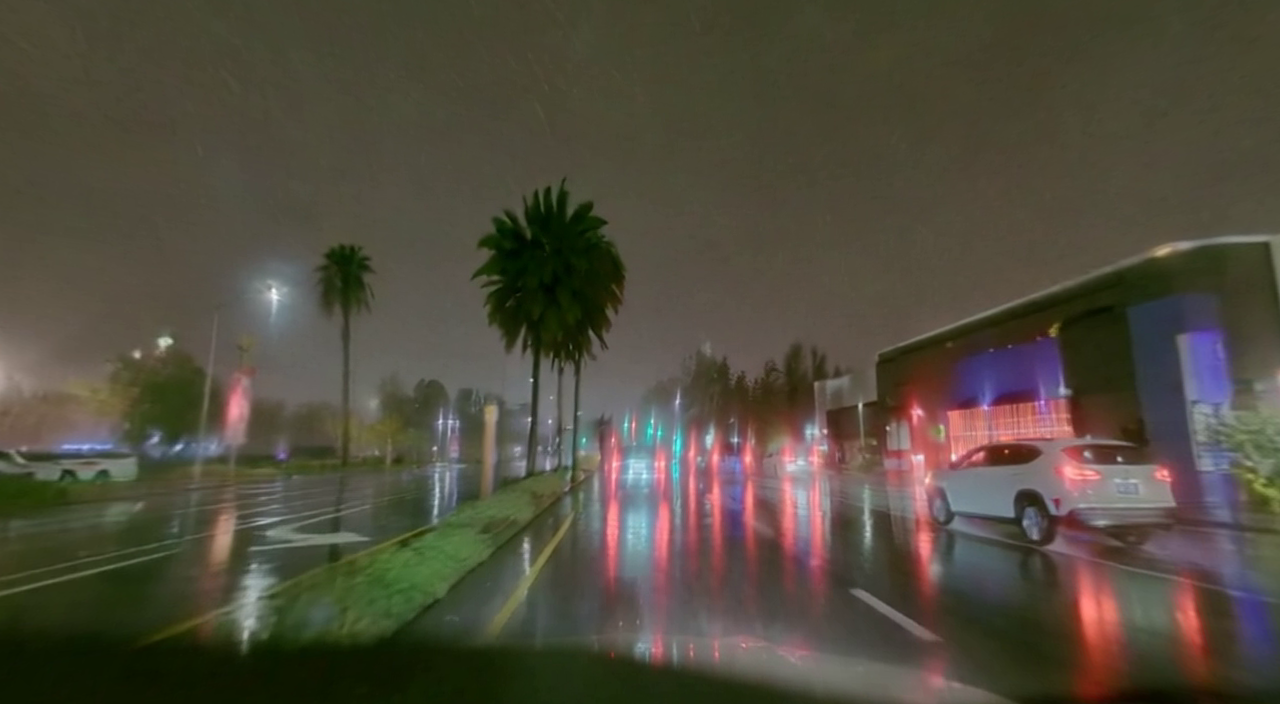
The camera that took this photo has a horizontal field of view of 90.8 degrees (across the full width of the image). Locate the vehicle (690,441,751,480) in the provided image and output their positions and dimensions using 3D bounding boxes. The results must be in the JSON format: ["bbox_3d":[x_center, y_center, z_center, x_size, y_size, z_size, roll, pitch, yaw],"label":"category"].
[{"bbox_3d":[3.378,4.648,27.376,1.892,1.532,4.177,0,-8,-3],"label":"vehicle"}]

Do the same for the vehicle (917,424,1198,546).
[{"bbox_3d":[6.707,2.138,10.861,1.940,1.674,4.085,0,-8,-1],"label":"vehicle"}]

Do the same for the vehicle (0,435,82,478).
[{"bbox_3d":[-31.281,5.172,31.234,5.230,1.986,2.250,0,-10,3],"label":"vehicle"}]

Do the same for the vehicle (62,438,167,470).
[{"bbox_3d":[-32.029,6.201,38.582,4.660,1.876,2.016,-1,-8,3],"label":"vehicle"}]

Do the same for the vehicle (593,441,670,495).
[{"bbox_3d":[-0.266,3.493,19.469,2.110,1.487,3.873,0,-8,-1],"label":"vehicle"}]
